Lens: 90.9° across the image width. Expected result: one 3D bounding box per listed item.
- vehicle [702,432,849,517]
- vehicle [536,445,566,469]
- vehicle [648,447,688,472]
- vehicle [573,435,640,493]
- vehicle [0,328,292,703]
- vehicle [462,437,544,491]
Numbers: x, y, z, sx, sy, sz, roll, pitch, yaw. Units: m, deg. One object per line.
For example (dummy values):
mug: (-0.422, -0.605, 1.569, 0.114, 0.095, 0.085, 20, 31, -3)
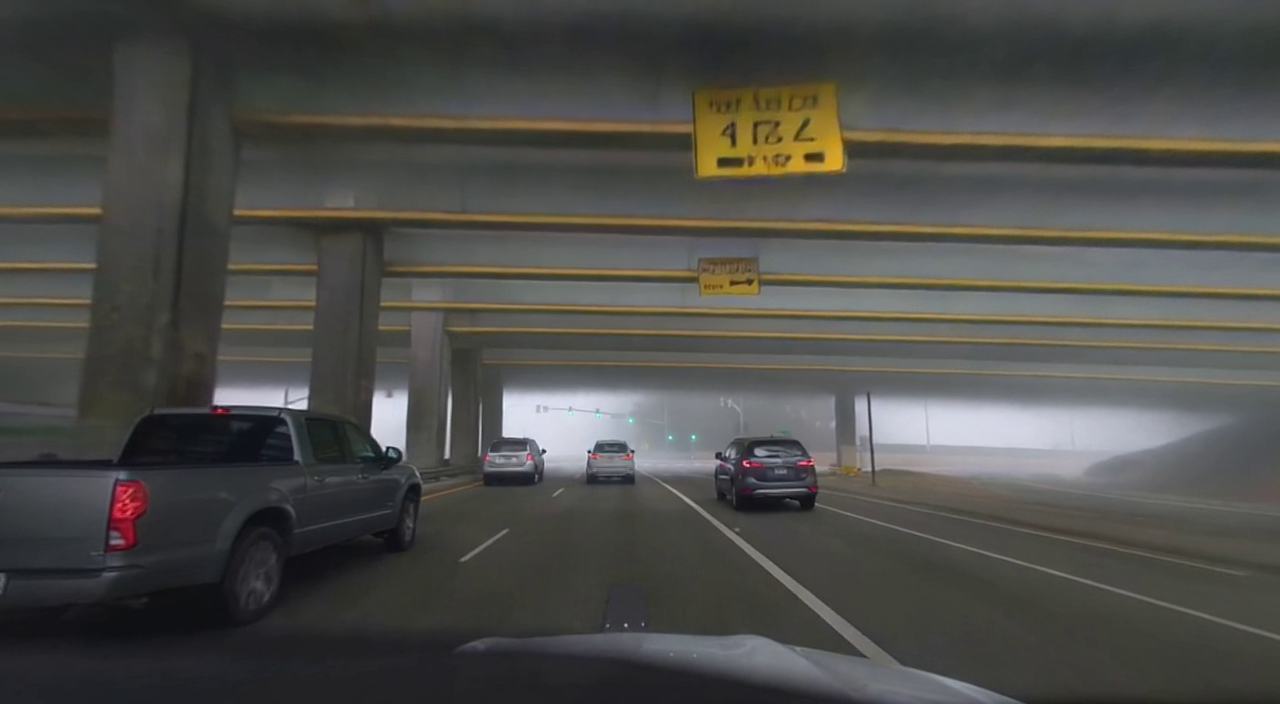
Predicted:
vehicle: (3.064, 2.925, 15.711, 2.234, 1.720, 5.378, 1, -8, -3)
vehicle: (-6.187, 7.309, 44.198, 1.829, 1.614, 3.611, 1, -8, -4)
vehicle: (1.712, 6.831, 40.330, 2.026, 1.457, 3.969, 1, -8, -6)
vehicle: (-1.108, 3.761, 21.505, 2.097, 1.748, 3.794, 0, -8, -2)
vehicle: (-3.856, 0.802, 2.726, 2.074, 1.814, 4.596, 0, -8, -1)
vehicle: (-4.699, 3.881, 22.252, 2.127, 1.720, 4.064, 0, -8, -3)
